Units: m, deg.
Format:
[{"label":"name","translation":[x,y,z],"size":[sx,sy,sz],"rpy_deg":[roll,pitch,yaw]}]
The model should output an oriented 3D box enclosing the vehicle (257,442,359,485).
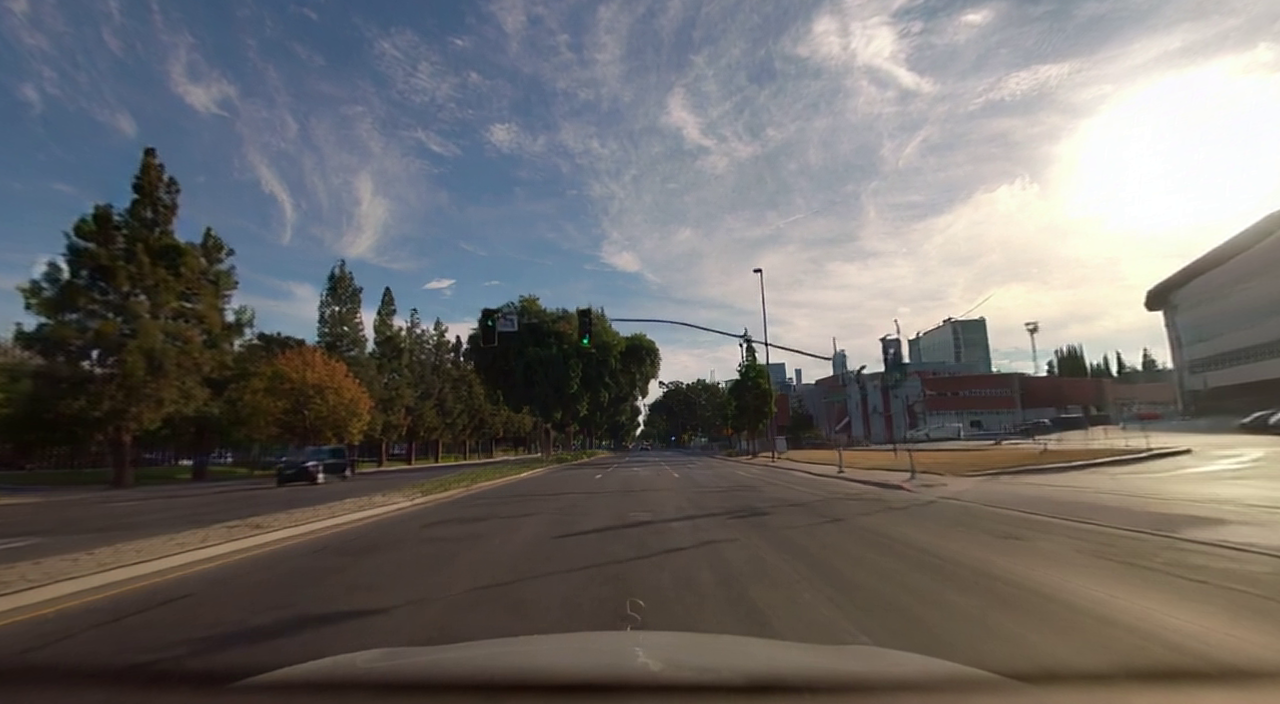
[{"label":"vehicle","translation":[-14.700,4.922,28.142],"size":[1.936,1.718,4.643],"rpy_deg":[0,-8,1]}]
